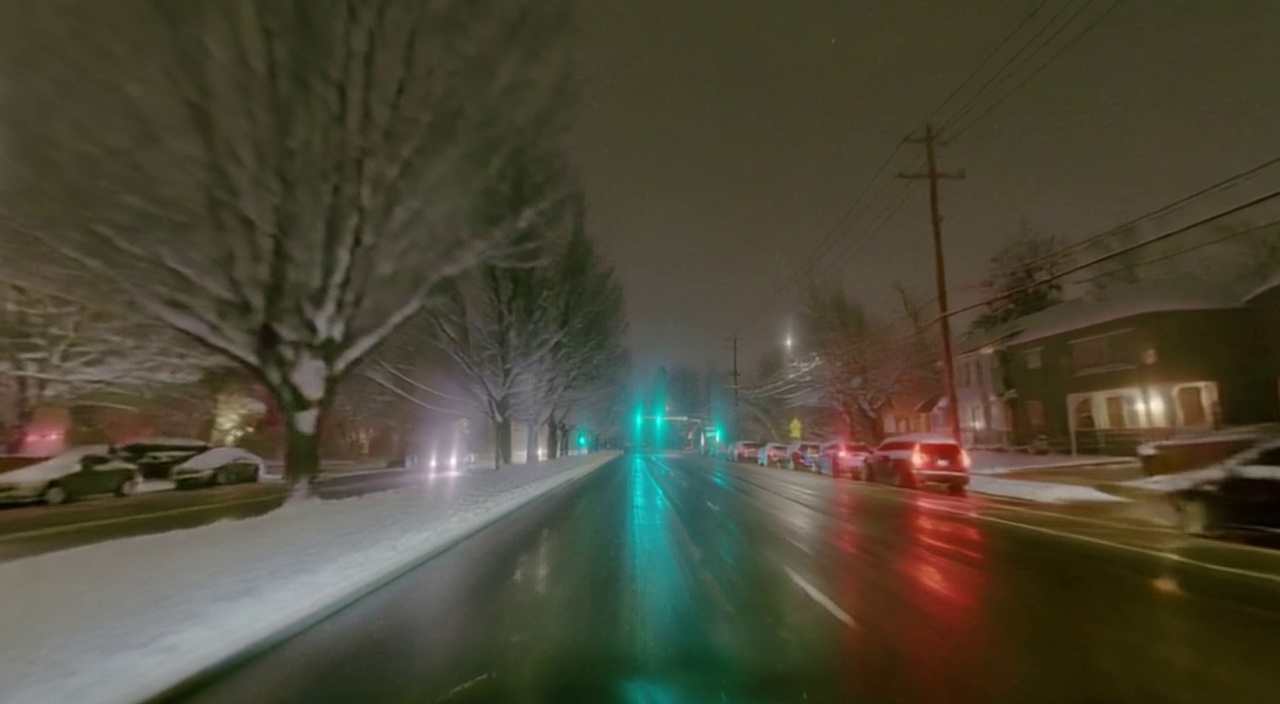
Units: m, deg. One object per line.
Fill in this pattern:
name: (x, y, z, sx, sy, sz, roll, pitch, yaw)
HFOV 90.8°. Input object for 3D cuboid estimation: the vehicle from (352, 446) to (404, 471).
vehicle: (-18.488, 7.509, 44.774, 1.842, 1.660, 4.120, 0, -8, 0)

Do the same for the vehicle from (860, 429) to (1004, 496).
vehicle: (9.772, 3.729, 21.872, 2.209, 1.982, 5.787, 0, -8, 0)

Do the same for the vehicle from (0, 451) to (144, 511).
vehicle: (-18.466, 3.995, 19.943, 1.876, 1.502, 4.696, -2, -7, 0)

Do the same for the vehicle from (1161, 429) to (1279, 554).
vehicle: (9.720, 1.852, 8.292, 1.949, 1.698, 4.351, 0, -8, -1)

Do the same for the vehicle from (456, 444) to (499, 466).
vehicle: (-11.622, 7.358, 45.453, 1.826, 1.472, 4.493, -1, -8, 1)

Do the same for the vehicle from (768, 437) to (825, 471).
vehicle: (9.753, 6.418, 39.891, 2.176, 1.893, 5.744, 2, -8, 0)

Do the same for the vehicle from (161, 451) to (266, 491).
vehicle: (-18.501, 5.130, 27.635, 1.732, 1.460, 3.932, -4, -8, 3)
